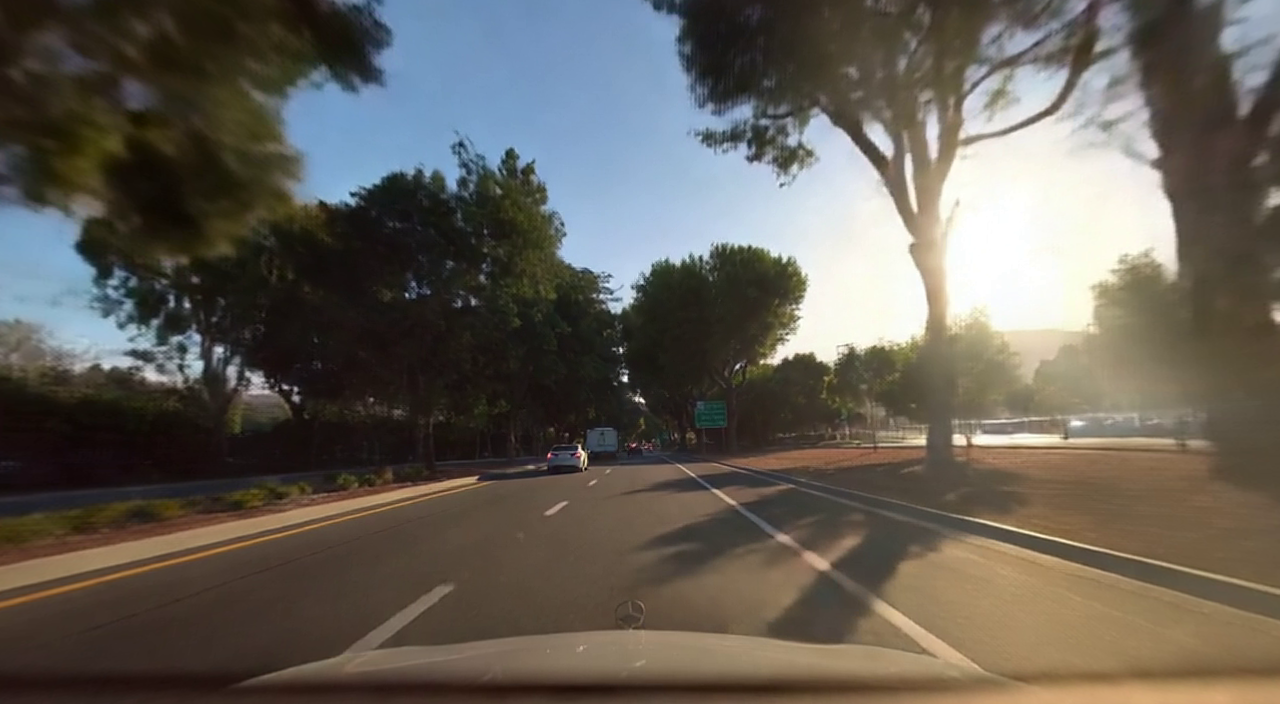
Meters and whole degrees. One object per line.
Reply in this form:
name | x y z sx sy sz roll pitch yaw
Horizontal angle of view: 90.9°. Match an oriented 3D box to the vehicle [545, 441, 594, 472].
vehicle | -3.568 5.349 32.587 2.005 1.462 4.345 0 -8 1
